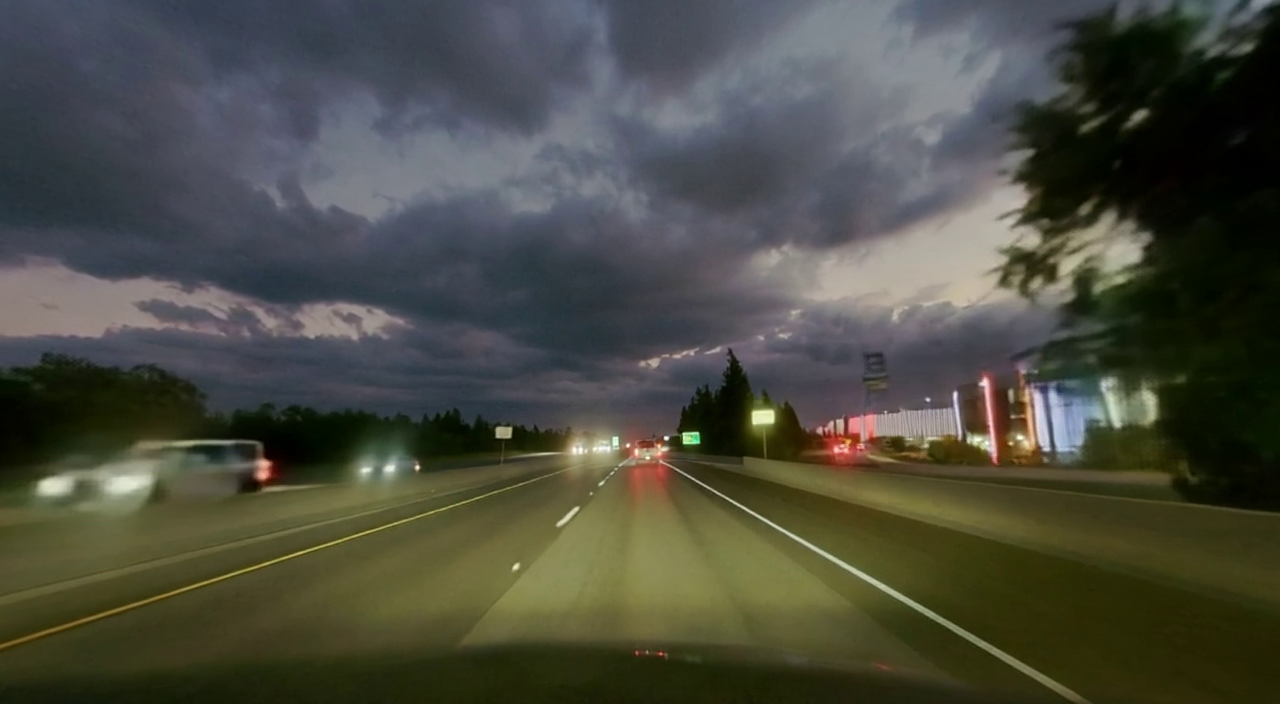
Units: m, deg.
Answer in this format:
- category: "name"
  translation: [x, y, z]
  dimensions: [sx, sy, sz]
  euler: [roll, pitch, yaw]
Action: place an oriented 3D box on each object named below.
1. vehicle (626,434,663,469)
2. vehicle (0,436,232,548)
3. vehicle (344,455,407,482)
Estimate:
- category: "vehicle"
  translation: [0.314, 6.425, 40.438]
  dimensions: [2.268, 2.122, 4.595]
  euler: [-1, -9, 1]
- category: "vehicle"
  translation: [-12.206, 2.959, 14.125]
  dimensions: [2.243, 1.979, 5.607]
  euler: [0, -9, 0]
- category: "vehicle"
  translation: [-16.354, 7.207, 38.990]
  dimensions: [1.891, 1.517, 4.540]
  euler: [-1, -9, 1]
